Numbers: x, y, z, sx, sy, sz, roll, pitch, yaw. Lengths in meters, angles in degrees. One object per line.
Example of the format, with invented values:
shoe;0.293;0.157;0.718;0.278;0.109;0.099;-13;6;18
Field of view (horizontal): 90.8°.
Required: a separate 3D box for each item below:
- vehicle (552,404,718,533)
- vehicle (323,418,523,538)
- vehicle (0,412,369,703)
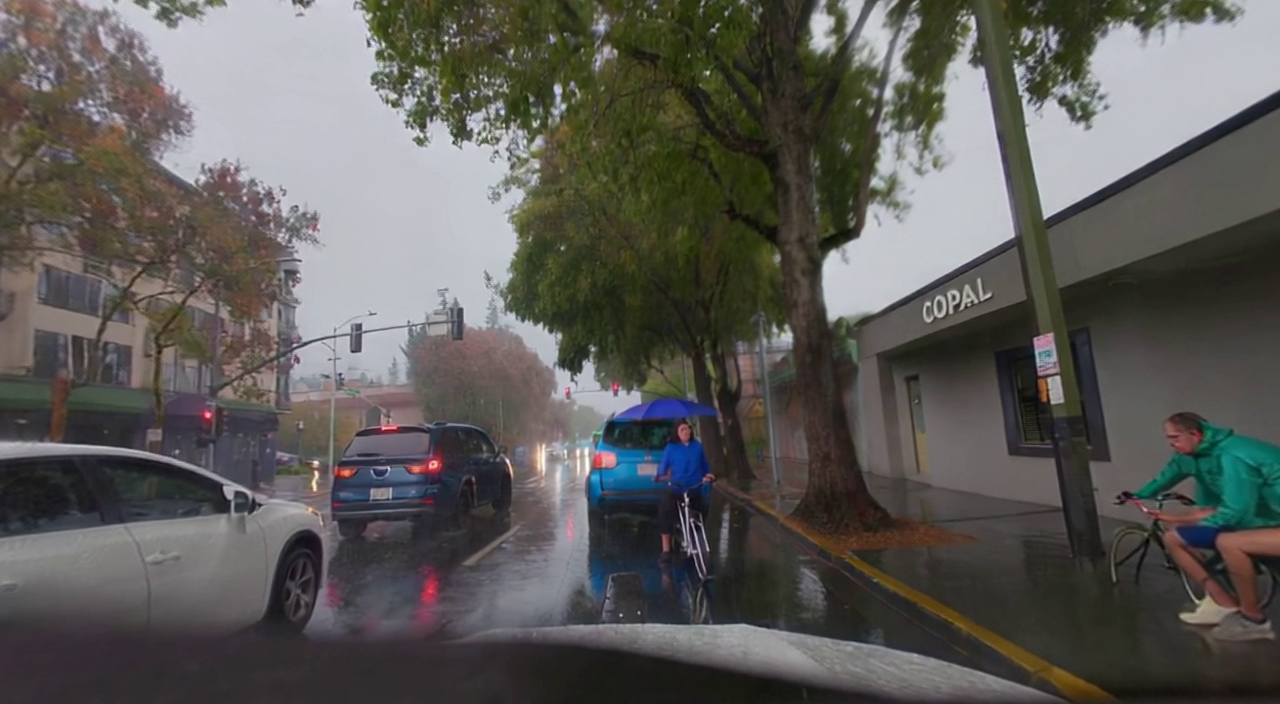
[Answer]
vehicle;-0.117;2.086;11.855;2.426;1.882;5.027;0;-9;-1
vehicle;-3.611;2.199;11.596;2.046;1.750;4.452;0;-9;0
vehicle;-3.563;1.171;3.686;2.064;1.486;4.140;0;-9;1
